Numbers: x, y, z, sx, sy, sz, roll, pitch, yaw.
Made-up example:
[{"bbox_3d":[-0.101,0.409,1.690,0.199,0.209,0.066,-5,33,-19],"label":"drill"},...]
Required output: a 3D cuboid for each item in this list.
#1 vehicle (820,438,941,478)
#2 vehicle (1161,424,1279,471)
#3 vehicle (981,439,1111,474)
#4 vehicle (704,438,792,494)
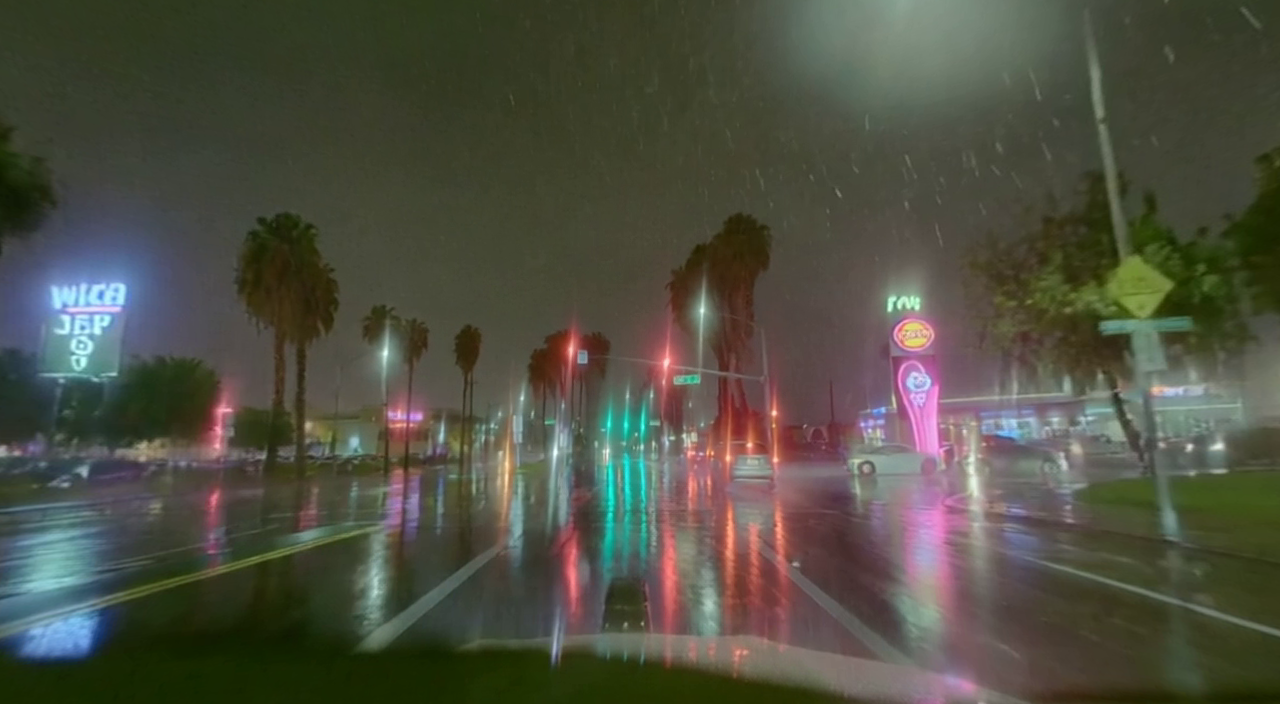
[{"bbox_3d":[10.526,4.661,27.888,4.448,1.640,2.160,0,-8,-1],"label":"vehicle"},{"bbox_3d":[27.199,4.277,28.093,5.803,1.983,2.284,0,-9,1],"label":"vehicle"},{"bbox_3d":[18.288,4.720,28.541,4.462,1.474,2.083,0,-8,-1],"label":"vehicle"},{"bbox_3d":[3.242,3.495,19.760,1.931,1.534,4.126,0,-8,-1],"label":"vehicle"}]
